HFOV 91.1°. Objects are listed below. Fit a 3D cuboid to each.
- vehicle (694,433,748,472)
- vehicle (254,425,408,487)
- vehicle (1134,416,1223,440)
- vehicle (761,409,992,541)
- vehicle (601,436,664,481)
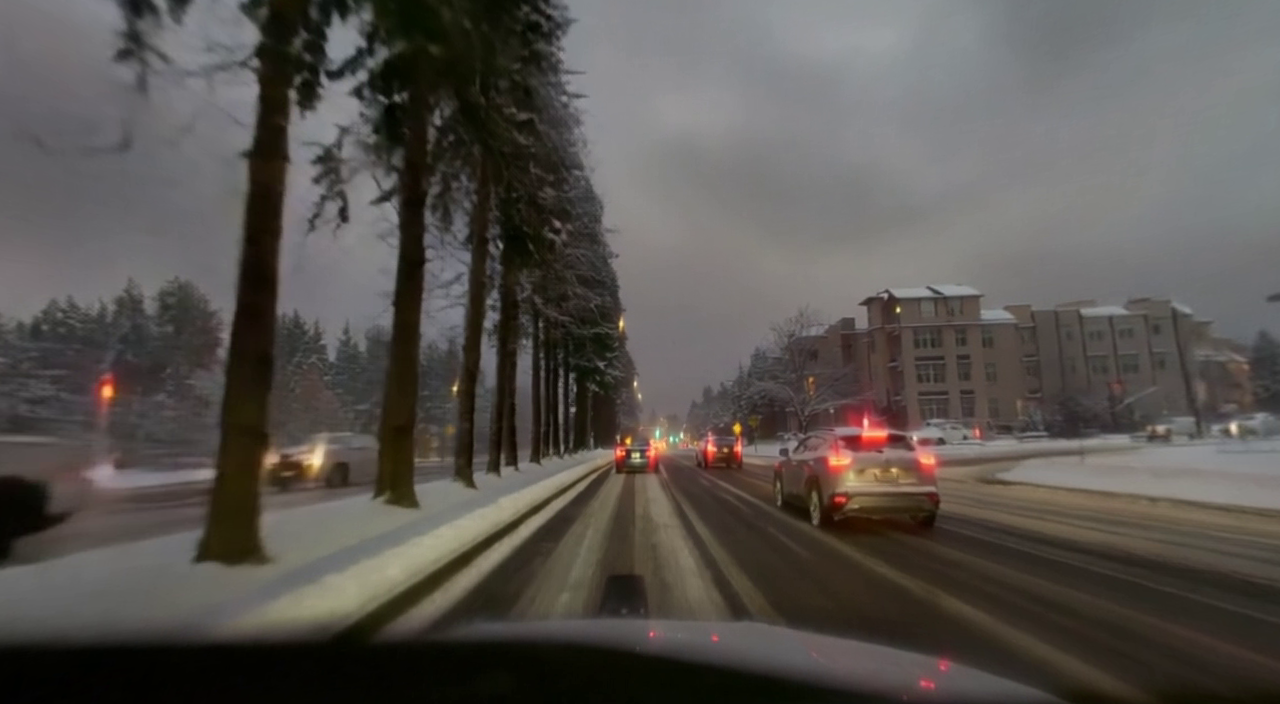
[{"bbox_3d":[3.845,4.883,30.564,1.982,1.709,4.427,0,-9,-1],"label":"vehicle"},{"bbox_3d":[-11.568,3.994,24.370,2.494,2.052,6.719,0,-9,1],"label":"vehicle"},{"bbox_3d":[34.752,4.968,40.663,1.797,1.452,4.453,0,-9,0],"label":"vehicle"},{"bbox_3d":[3.524,1.940,10.461,2.130,1.718,4.310,0,-9,0],"label":"vehicle"},{"bbox_3d":[-0.231,3.904,23.198,2.111,1.506,4.018,0,-9,0],"label":"vehicle"}]
